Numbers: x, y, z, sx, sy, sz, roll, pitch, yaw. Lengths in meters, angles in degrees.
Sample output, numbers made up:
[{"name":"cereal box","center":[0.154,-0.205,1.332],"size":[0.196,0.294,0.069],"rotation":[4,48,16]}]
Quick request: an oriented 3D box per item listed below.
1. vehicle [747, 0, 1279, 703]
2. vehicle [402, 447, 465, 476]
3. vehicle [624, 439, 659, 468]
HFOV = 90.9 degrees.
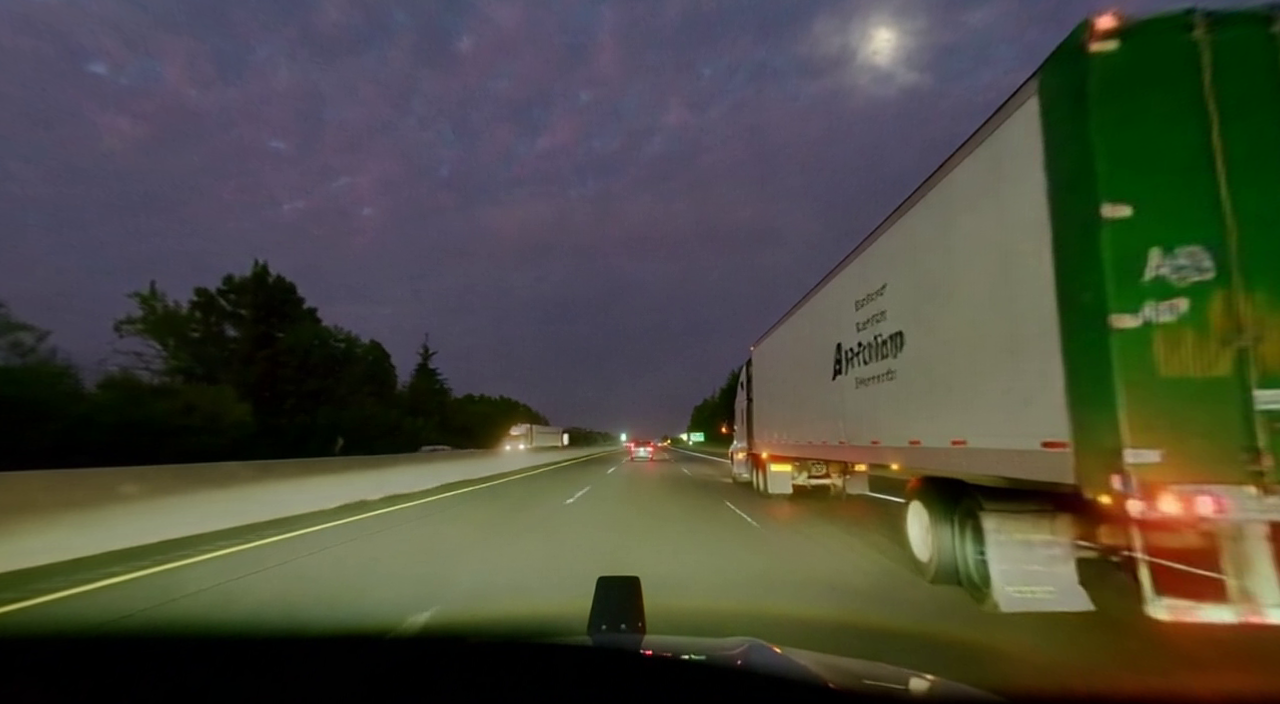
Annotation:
[{"name":"vehicle","center":[4.451,0.739,10.079],"size":[3.011,4.028,13.890],"rotation":[0,-9,0]},{"name":"vehicle","center":[-11.171,5.969,34.458],"size":[1.957,1.451,4.375],"rotation":[0,-9,0]},{"name":"vehicle","center":[0.087,6.406,39.818],"size":[2.067,1.690,3.901],"rotation":[0,-9,0]}]
